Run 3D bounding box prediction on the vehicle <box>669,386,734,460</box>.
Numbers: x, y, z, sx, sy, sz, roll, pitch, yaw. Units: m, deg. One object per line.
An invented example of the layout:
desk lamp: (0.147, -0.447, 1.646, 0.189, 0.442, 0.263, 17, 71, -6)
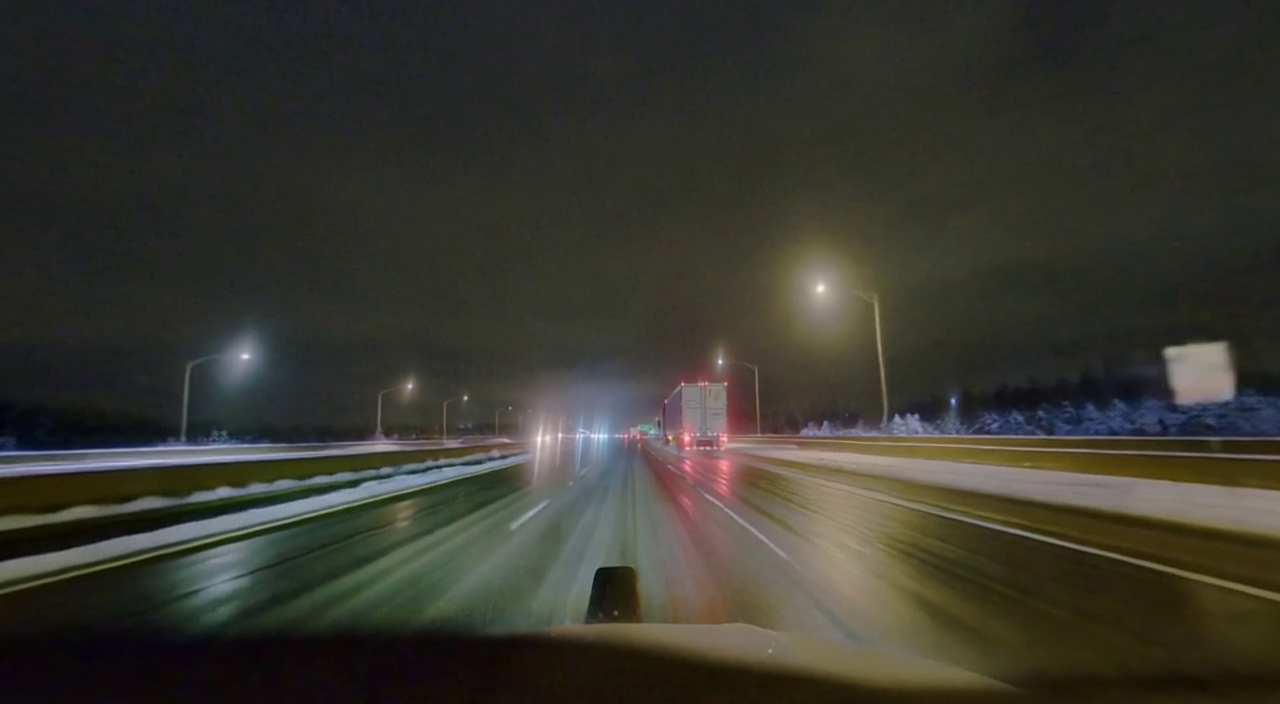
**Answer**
vehicle: (3.496, 4.374, 37.945, 2.859, 3.981, 8.596, 0, -8, -1)
